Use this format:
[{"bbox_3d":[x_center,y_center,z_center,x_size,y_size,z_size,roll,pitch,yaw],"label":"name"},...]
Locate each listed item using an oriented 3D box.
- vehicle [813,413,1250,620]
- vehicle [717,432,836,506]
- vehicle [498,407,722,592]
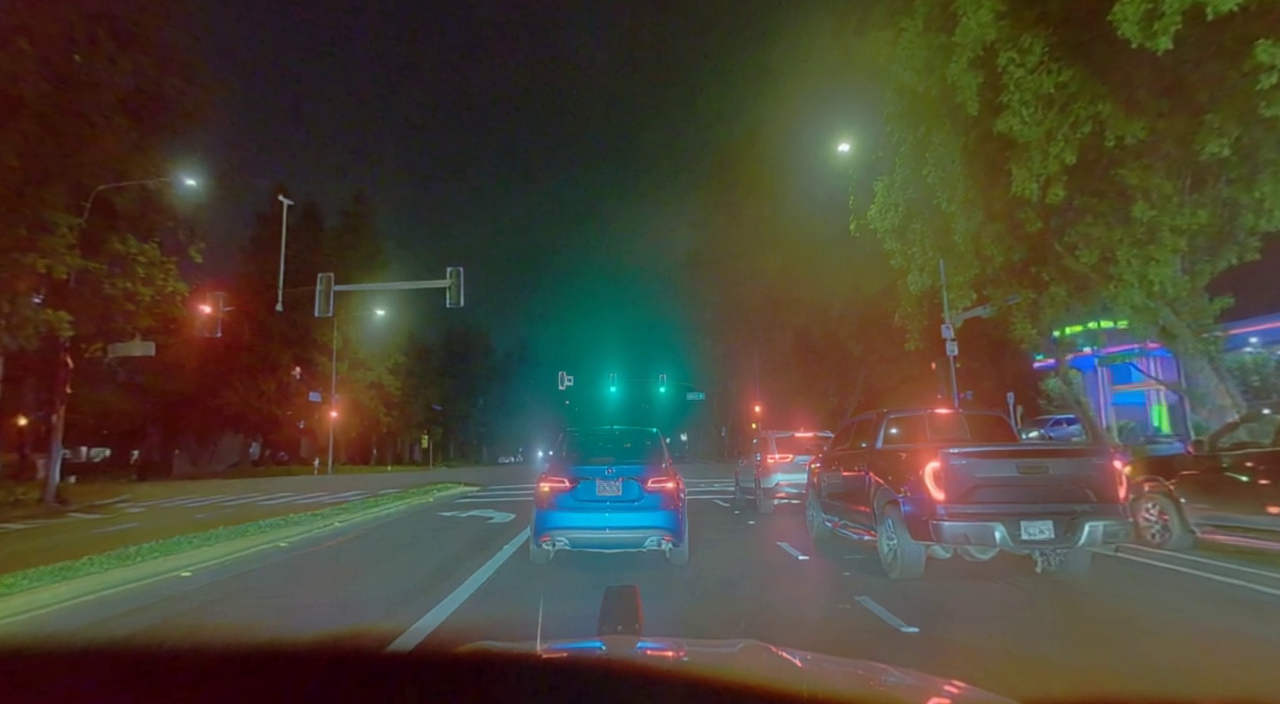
[{"bbox_3d":[3.605,1.587,7.141,1.955,1.550,4.587,0,-8,-1],"label":"vehicle"},{"bbox_3d":[3.341,2.959,16.441,2.031,1.626,4.264,0,-8,-1],"label":"vehicle"},{"bbox_3d":[-0.270,1.629,7.697,2.037,1.674,3.693,0,-8,0],"label":"vehicle"}]
